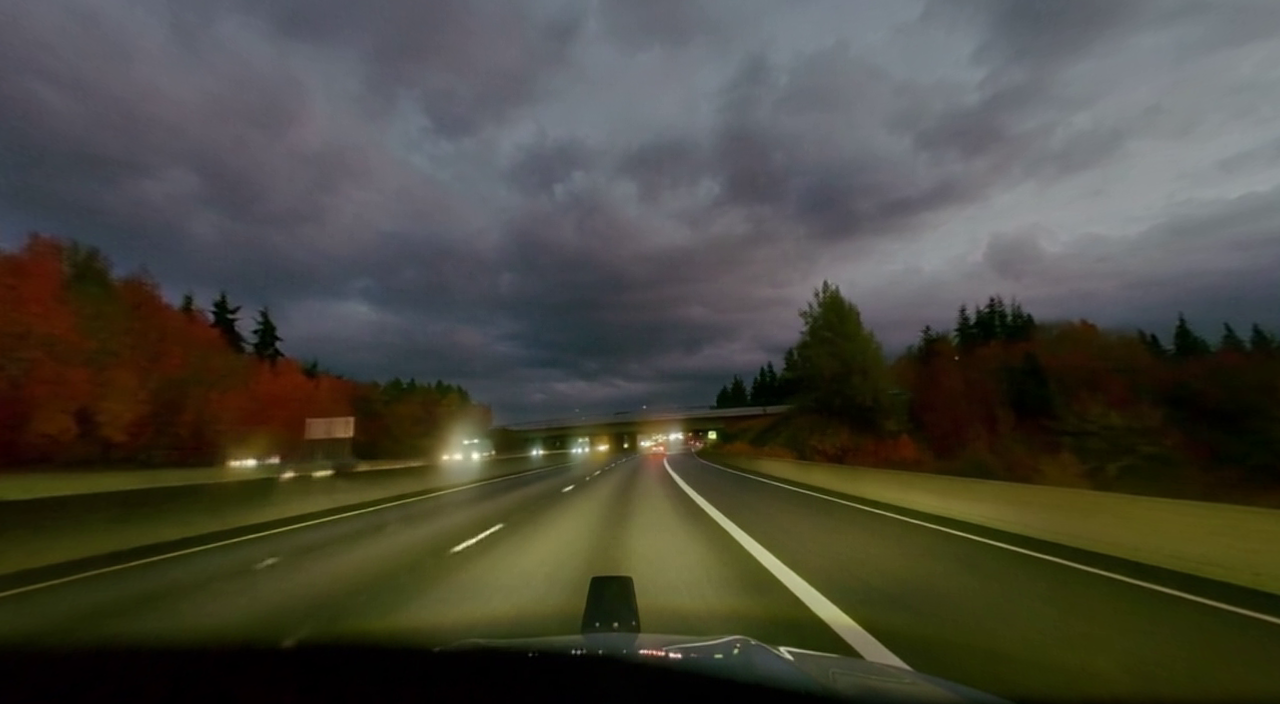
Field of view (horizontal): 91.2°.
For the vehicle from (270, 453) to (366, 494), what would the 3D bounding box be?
[{"bbox_3d":[-13.008,4.913,25.598,1.816,1.465,3.865,-1,-9,0],"label":"vehicle"}]
